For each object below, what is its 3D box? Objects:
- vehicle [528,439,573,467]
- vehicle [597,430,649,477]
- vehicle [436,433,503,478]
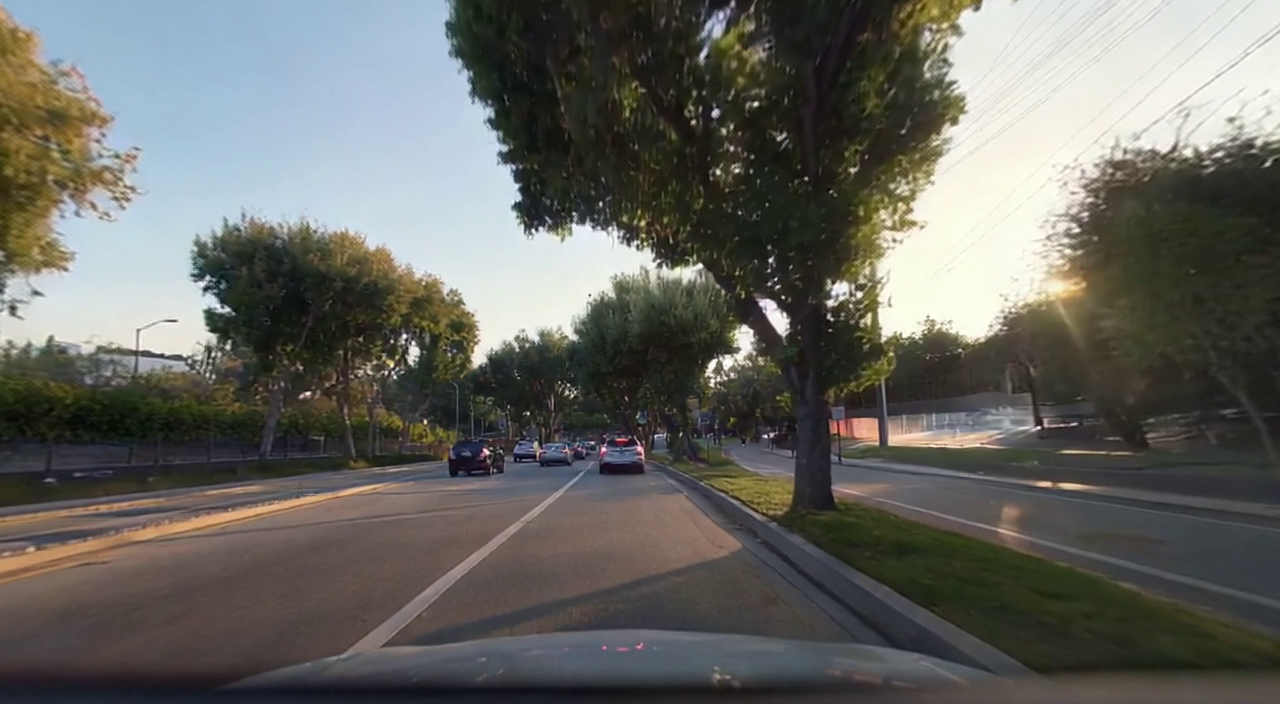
[{"bbox_3d":[-4.995,5.685,35.796,2.087,1.485,4.452,0,-8,-3],"label":"vehicle"},{"bbox_3d":[-0.742,4.164,26.081,2.012,1.769,3.897,1,-8,-3],"label":"vehicle"},{"bbox_3d":[-6.858,4.187,25.828,1.860,1.634,4.089,1,-8,-4],"label":"vehicle"}]
